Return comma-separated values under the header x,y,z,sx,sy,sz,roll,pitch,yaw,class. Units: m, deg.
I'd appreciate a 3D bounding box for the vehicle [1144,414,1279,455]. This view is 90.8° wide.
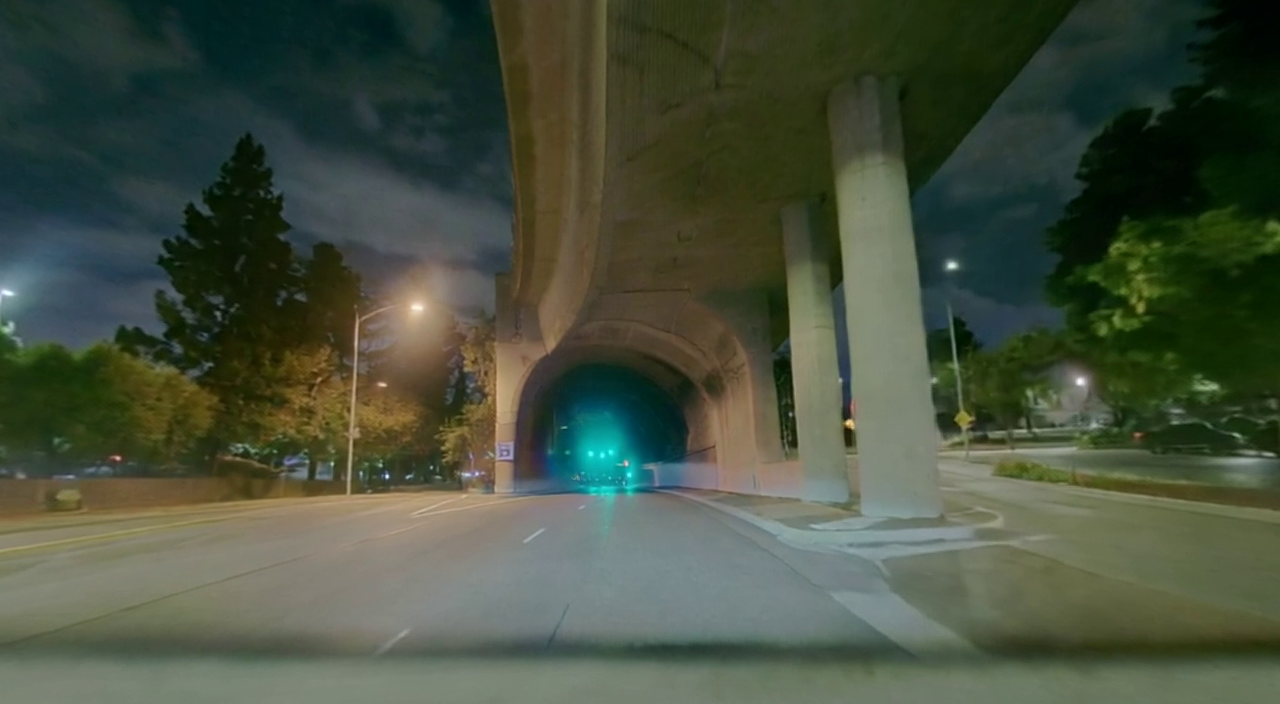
x,y,z,sx,sy,sz,roll,pitch,yaw,class
31.025,4.472,34.325,2.791,2.013,5.162,0,-8,-3,vehicle

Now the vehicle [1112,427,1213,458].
x,y,z,sx,sy,sz,roll,pitch,yaw,class
27.813,4.832,33.809,1.901,1.525,3.948,0,-7,-2,vehicle

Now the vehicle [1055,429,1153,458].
x,y,z,sx,sy,sz,roll,pitch,yaw,class
25.119,4.981,34.403,1.931,1.465,4.207,0,-8,-3,vehicle
